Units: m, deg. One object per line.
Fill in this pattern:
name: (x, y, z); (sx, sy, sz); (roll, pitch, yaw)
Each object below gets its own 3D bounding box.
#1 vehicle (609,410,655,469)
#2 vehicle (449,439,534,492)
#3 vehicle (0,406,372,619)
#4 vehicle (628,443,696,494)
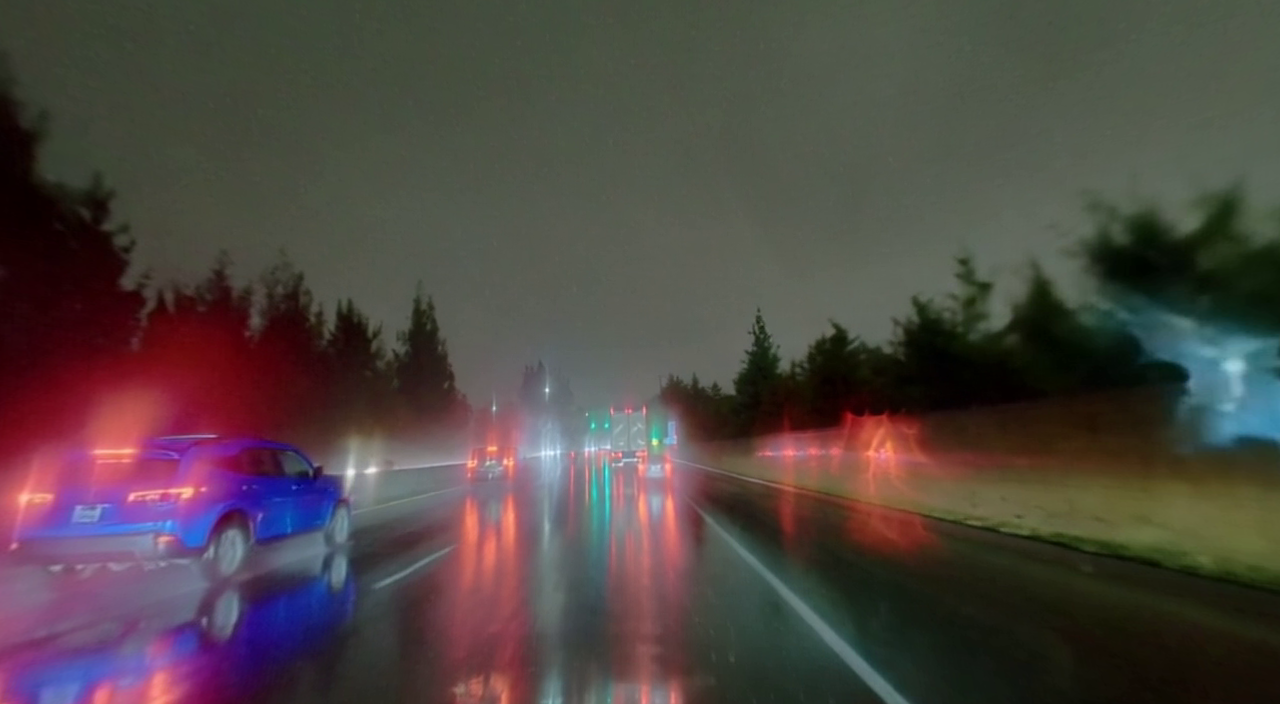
vehicle: (-0.729, 6.848, 48.617); (3.113, 4.066, 10.786); (0, -9, -2)
vehicle: (-5.134, 3.967, 22.282); (2.035, 1.664, 4.064); (0, -9, 0)
vehicle: (-5.002, 1.590, 7.104); (2.100, 1.671, 4.105); (0, -9, 0)
vehicle: (0.631, 3.817, 20.895); (2.026, 1.489, 4.045); (0, -9, -1)
